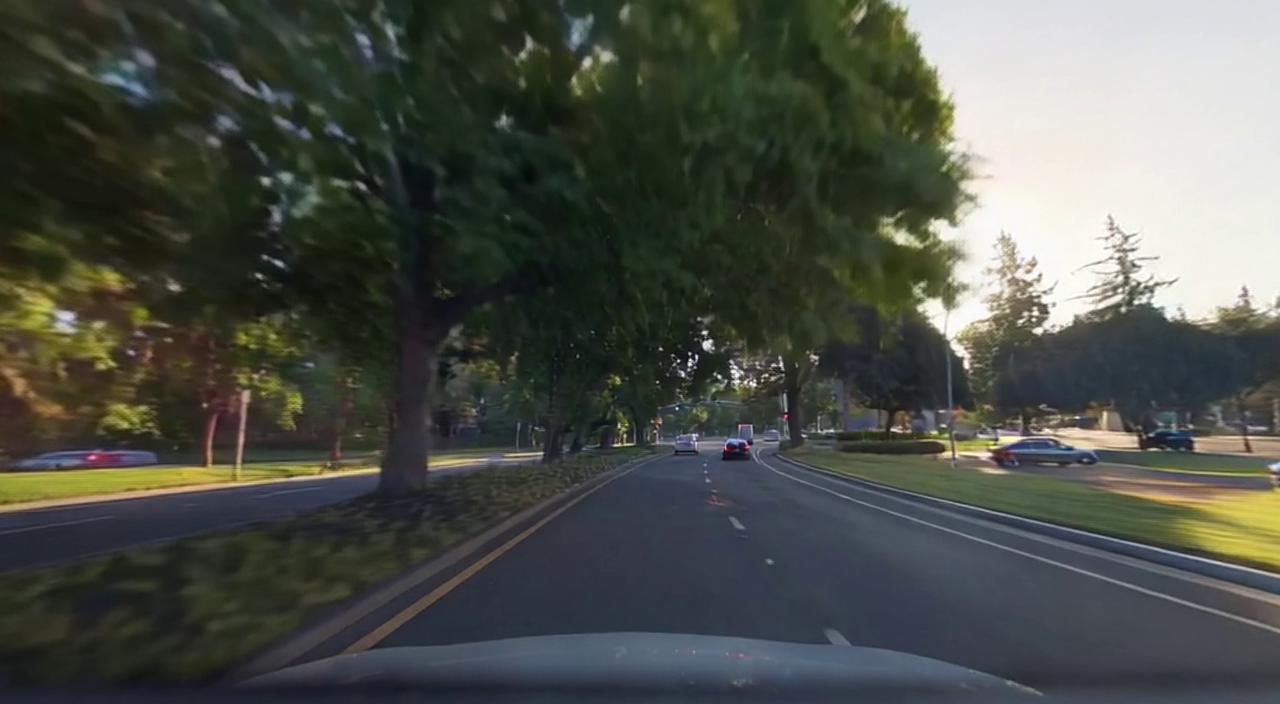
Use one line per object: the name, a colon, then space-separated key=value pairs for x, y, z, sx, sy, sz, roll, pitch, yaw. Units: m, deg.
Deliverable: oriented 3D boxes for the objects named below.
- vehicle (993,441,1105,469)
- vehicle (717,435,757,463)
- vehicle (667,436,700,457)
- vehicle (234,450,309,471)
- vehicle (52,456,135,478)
vehicle: x=21.806 y=5.484 z=33.780 sx=4.627 sy=1.418 sz=1.800 roll=-1 pitch=-8 yaw=8
vehicle: x=5.464 y=5.520 z=36.075 sx=1.989 sy=1.497 sz=4.436 roll=-1 pitch=-8 yaw=5
vehicle: x=3.279 y=7.005 z=46.910 sx=2.066 sy=1.482 sz=4.273 roll=-1 pitch=-8 yaw=8
vehicle: x=-26.186 y=7.683 z=44.878 sx=4.275 sy=1.430 sz=1.878 roll=-1 pitch=-8 yaw=6
vehicle: x=-38.971 y=8.170 z=44.998 sx=4.442 sy=1.464 sz=1.839 roll=-1 pitch=-8 yaw=7
